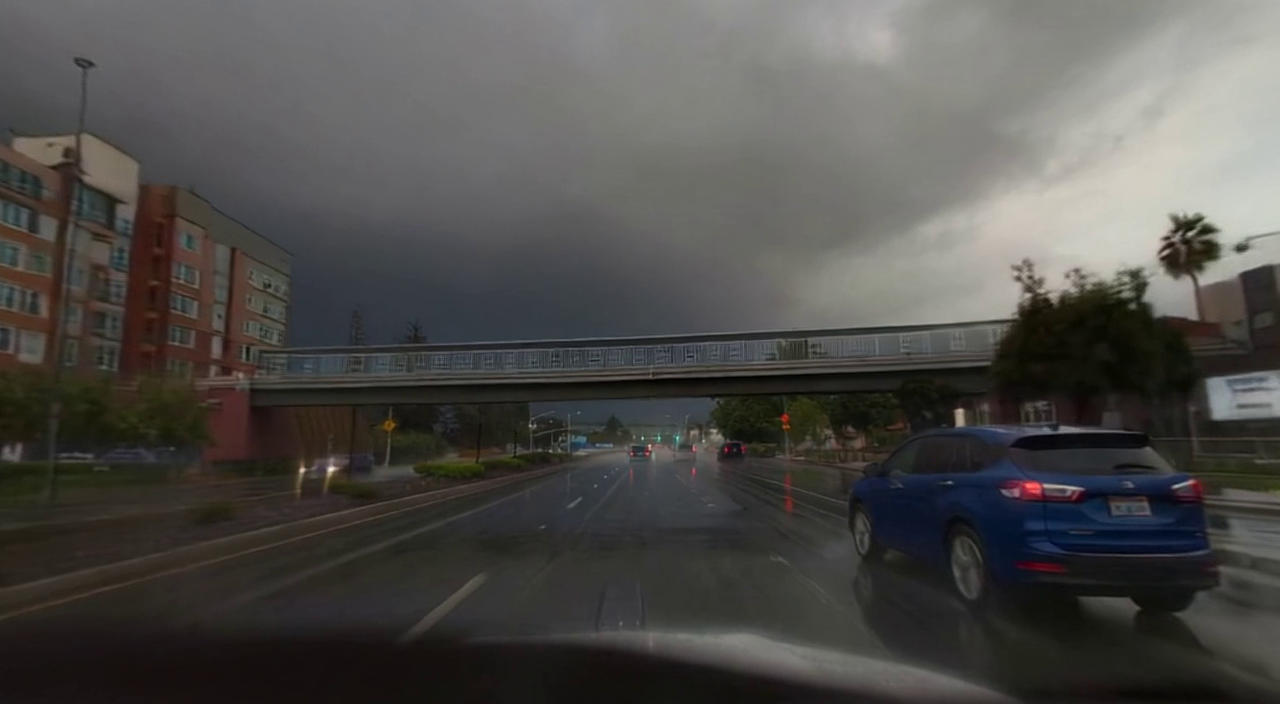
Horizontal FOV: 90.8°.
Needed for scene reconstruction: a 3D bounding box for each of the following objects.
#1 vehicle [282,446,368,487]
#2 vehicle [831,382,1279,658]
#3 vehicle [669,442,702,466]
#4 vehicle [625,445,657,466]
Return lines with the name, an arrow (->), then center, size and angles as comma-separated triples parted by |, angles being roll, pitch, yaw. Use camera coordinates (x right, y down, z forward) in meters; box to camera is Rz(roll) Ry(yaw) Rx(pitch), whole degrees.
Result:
vehicle -> -14.172, 5.141, 28.665 | 1.812, 1.511, 4.123 | -2, -7, 0
vehicle -> 3.714, 1.407, 6.408 | 2.130, 1.741, 4.665 | 0, -8, 1
vehicle -> 3.442, 7.771, 48.220 | 2.165, 1.708, 3.928 | 0, -8, -1
vehicle -> 0.060, 7.572, 46.470 | 2.173, 1.498, 4.528 | 0, -8, 0
